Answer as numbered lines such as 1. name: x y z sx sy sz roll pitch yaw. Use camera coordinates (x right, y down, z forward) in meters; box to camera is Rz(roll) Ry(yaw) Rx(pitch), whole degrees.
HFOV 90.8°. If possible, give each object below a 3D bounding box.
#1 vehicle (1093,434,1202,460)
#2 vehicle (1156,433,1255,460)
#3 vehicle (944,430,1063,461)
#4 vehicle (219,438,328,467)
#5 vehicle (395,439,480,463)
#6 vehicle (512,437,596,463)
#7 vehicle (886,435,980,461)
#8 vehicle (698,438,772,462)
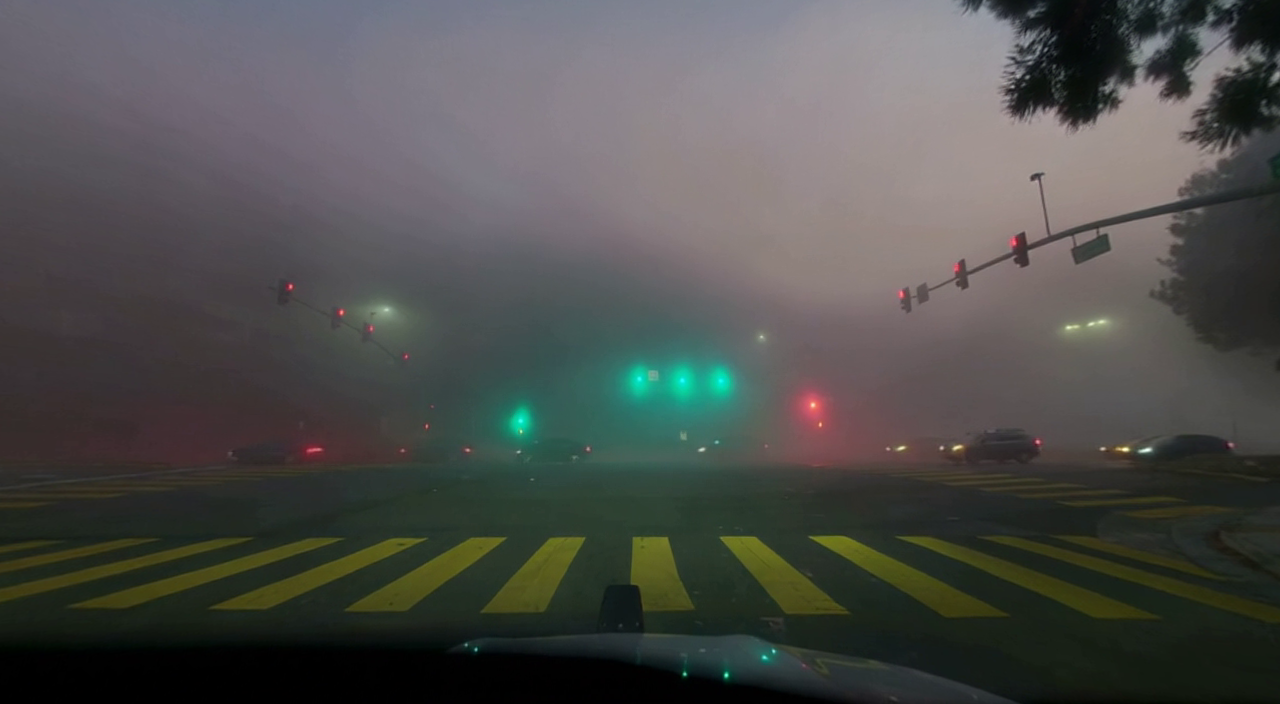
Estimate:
1. vehicle: 29.514 5.550 36.842 4.724 1.452 1.870 0 -9 1
2. vehicle: 36.134 6.056 40.442 4.488 1.667 1.869 0 -9 0
3. vehicle: 22.861 5.906 39.868 6.133 1.833 2.155 0 -9 -1
4. vehicle: -19.417 5.347 33.597 4.629 1.423 1.833 -1 -9 2
5. vehicle: -12.851 6.321 40.230 4.759 1.445 1.865 0 -9 0
6. vehicle: -4.914 5.692 36.735 4.631 1.435 1.715 0 -9 0
7. vehicle: 16.966 5.579 36.742 4.519 1.476 1.767 0 -9 0
8. vehicle: 5.980 6.219 40.244 4.443 1.472 1.794 0 -9 0
